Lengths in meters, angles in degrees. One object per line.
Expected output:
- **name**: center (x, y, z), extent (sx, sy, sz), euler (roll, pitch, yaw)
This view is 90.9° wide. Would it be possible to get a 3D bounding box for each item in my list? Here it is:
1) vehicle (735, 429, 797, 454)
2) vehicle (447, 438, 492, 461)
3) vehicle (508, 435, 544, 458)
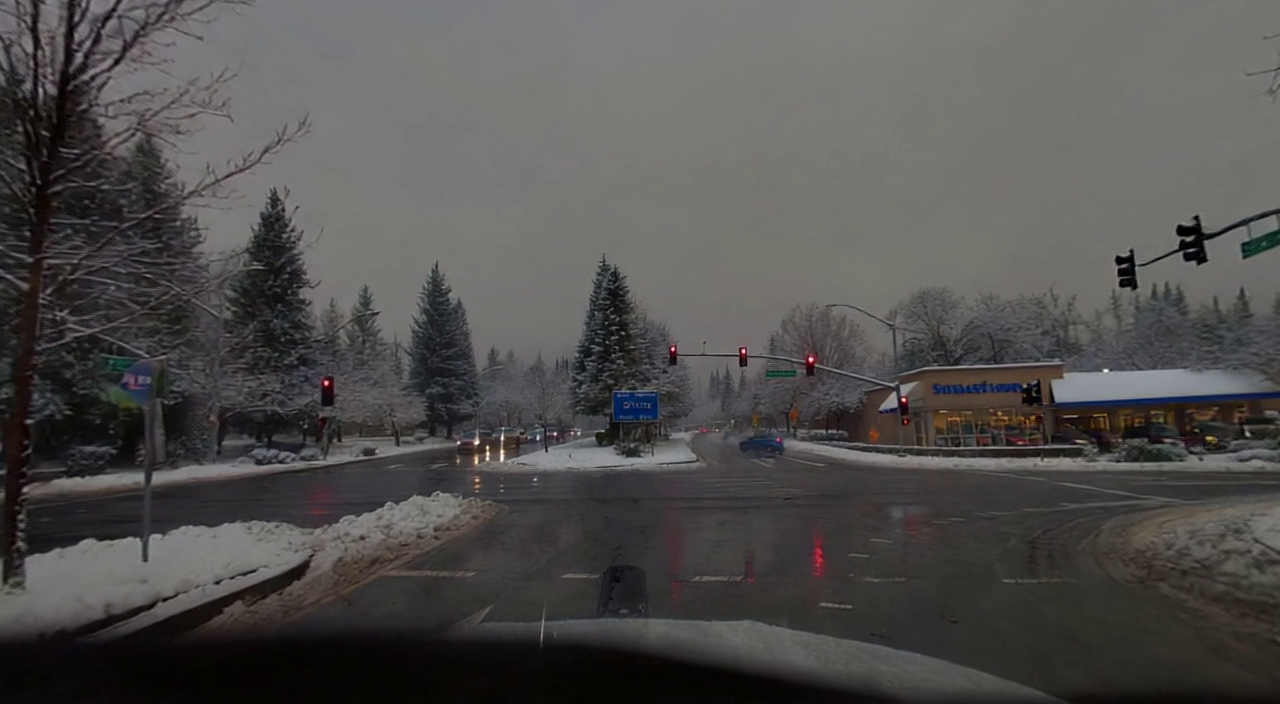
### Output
- **vehicle**: center (8.712, 6.286, 44.052), extent (1.936, 1.664, 4.667), euler (4, -10, -24)
- **vehicle**: center (-11.773, 6.787, 43.898), extent (2.111, 1.499, 4.371), euler (0, -9, -3)
- **vehicle**: center (-8.067, 6.746, 45.050), extent (1.920, 1.546, 4.086), euler (0, -9, -2)
